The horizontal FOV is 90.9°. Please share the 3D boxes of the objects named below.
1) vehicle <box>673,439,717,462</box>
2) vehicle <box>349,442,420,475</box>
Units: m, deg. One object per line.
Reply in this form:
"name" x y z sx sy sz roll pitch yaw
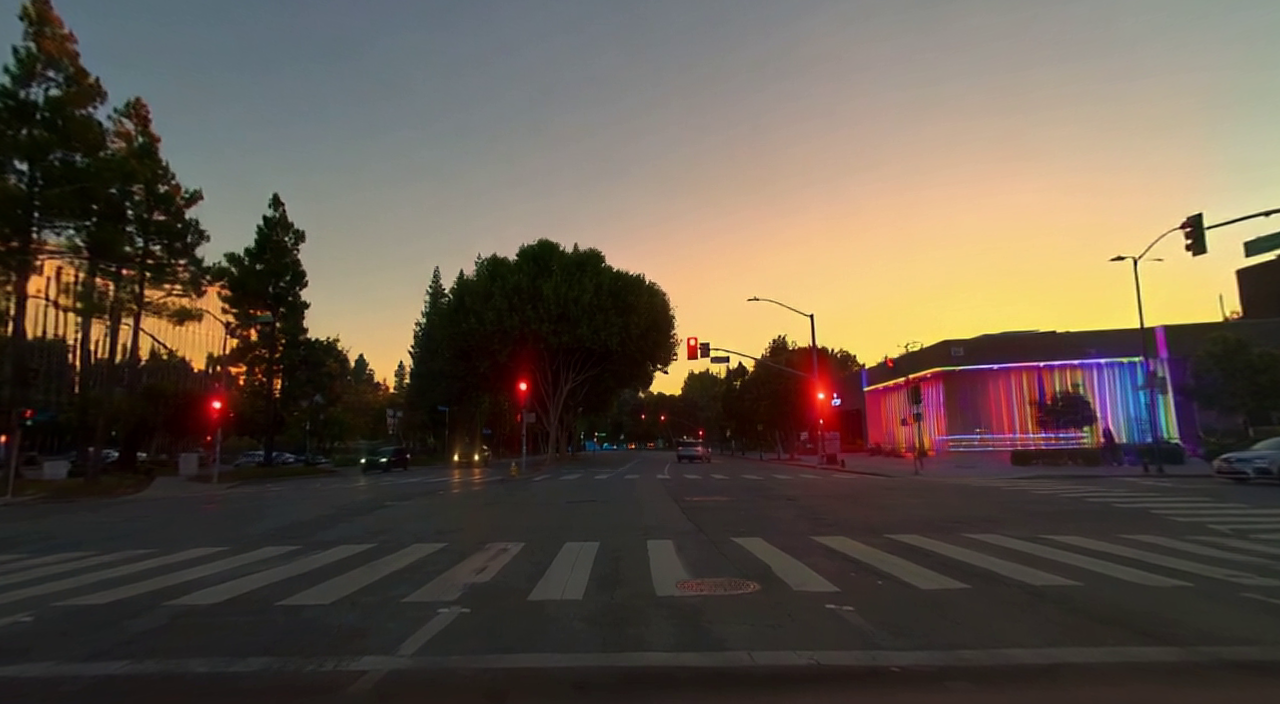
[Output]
"vehicle" 3.871 6.831 43.702 2.521 1.522 4.418 -2 -9 12
"vehicle" -14.819 6.191 36.844 2.169 1.753 4.640 0 -9 1
